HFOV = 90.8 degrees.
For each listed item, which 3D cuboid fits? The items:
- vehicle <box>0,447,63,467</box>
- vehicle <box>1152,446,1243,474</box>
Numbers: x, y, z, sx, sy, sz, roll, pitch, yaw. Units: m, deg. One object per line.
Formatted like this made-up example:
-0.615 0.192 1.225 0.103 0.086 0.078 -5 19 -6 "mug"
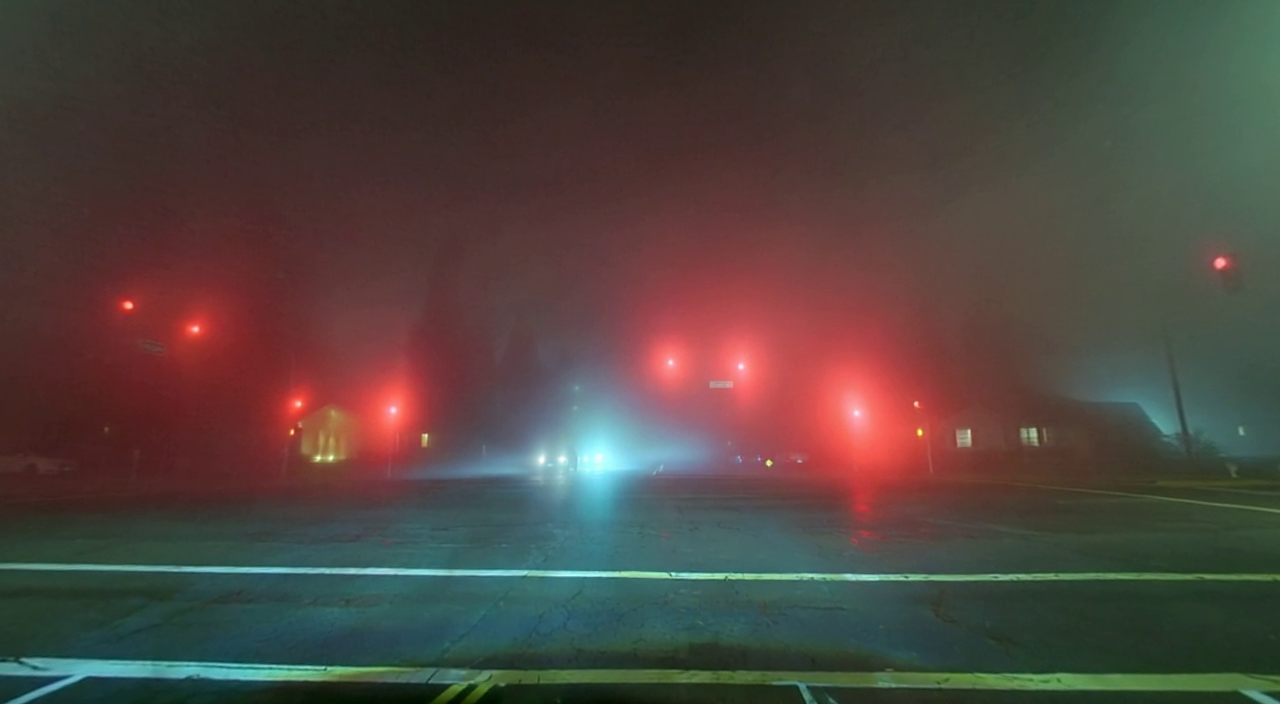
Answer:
-44.282 7.528 45.390 3.949 1.422 1.744 0 -9 1 "vehicle"
36.779 7.095 41.866 1.853 1.723 4.460 0 -9 -1 "vehicle"
